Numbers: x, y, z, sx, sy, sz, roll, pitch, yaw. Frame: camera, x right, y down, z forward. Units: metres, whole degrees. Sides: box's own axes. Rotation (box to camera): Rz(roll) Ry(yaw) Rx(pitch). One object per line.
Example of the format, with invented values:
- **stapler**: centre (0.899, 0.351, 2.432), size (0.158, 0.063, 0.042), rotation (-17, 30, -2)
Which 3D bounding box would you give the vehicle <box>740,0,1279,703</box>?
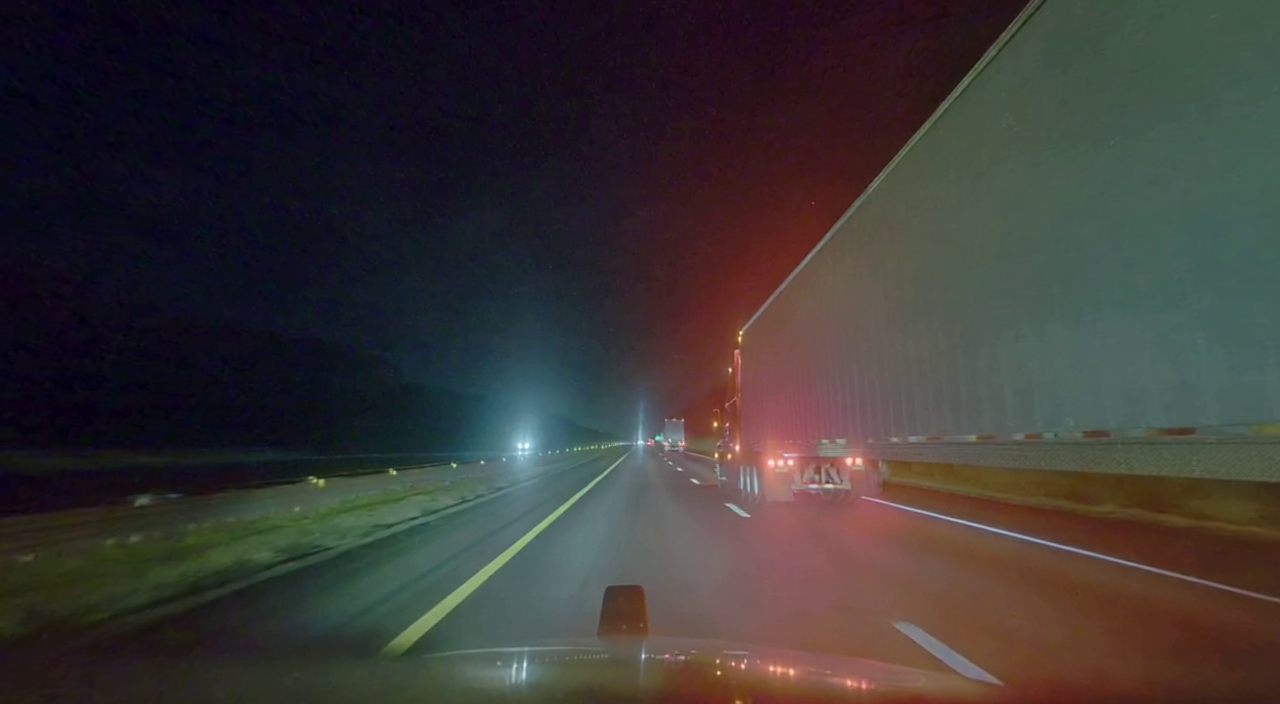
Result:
- **vehicle**: centre (4.065, 0.279, 7.057), size (2.976, 4.114, 16.788), rotation (0, -8, -1)
